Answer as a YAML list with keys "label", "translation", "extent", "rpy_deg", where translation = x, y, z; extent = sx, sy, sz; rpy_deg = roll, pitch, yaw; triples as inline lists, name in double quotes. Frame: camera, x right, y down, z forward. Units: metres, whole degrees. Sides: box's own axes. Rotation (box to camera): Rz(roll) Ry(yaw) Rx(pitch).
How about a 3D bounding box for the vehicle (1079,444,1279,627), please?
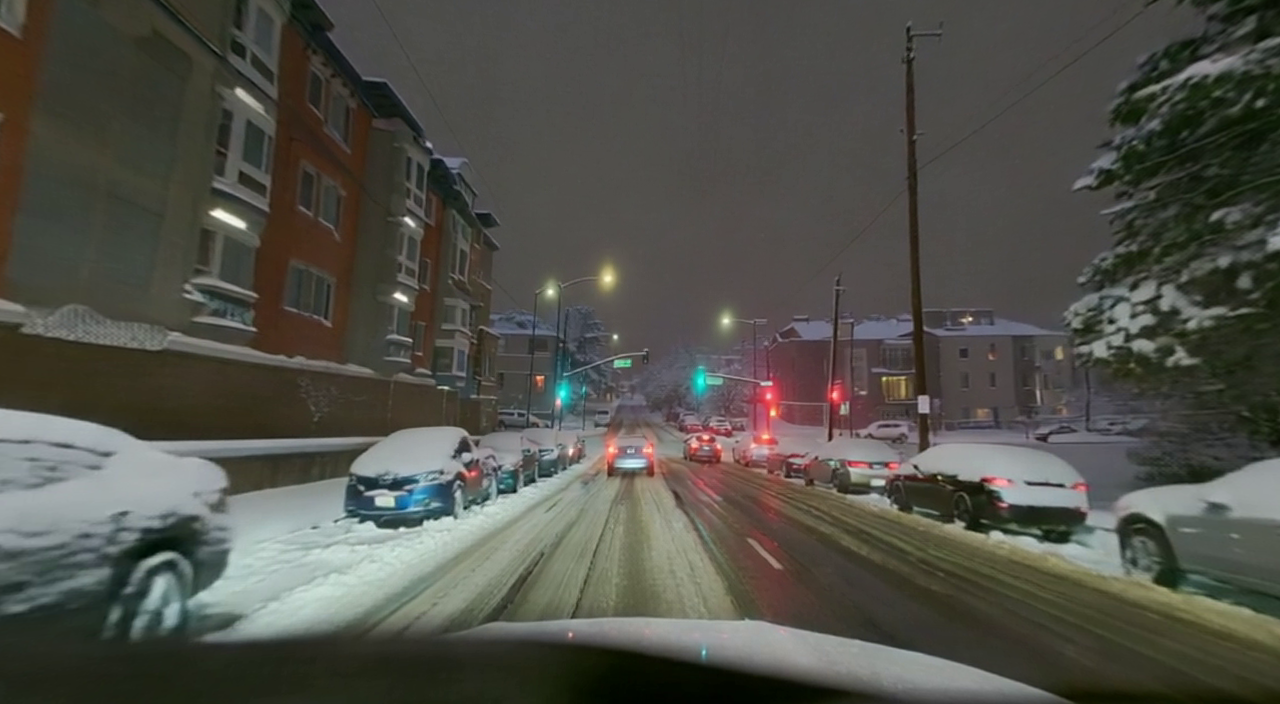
- label: "vehicle"
  translation: [6.160, 1.544, 5.425]
  extent: [1.814, 1.490, 4.109]
  rpy_deg: [0, -8, 1]

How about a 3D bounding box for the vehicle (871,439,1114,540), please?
- label: "vehicle"
  translation: [6.211, 2.435, 11.914]
  extent: [1.980, 1.518, 4.526]
  rpy_deg: [0, -8, 0]

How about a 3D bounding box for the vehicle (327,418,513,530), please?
- label: "vehicle"
  translation: [-3.683, 2.103, 11.390]
  extent: [1.831, 1.650, 3.852]
  rpy_deg: [0, -8, 2]

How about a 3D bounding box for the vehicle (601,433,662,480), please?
- label: "vehicle"
  translation: [-0.271, 3.626, 22.105]
  extent: [1.923, 1.460, 3.923]
  rpy_deg: [0, -8, 0]

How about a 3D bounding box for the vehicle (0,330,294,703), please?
- label: "vehicle"
  translation: [-3.680, 0.805, 2.704]
  extent: [1.975, 1.759, 4.250]
  rpy_deg: [0, -8, -1]

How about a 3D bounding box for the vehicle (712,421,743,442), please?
- label: "vehicle"
  translation: [6.538, 6.021, 47.656]
  extent: [1.815, 1.519, 3.491]
  rpy_deg: [0, -8, 0]

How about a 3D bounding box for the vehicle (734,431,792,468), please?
- label: "vehicle"
  translation: [6.151, 4.931, 32.048]
  extent: [1.999, 1.752, 4.502]
  rpy_deg: [0, -8, 0]

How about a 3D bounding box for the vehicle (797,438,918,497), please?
- label: "vehicle"
  translation: [6.113, 3.292, 18.346]
  extent: [1.938, 1.487, 4.371]
  rpy_deg: [0, -8, 0]

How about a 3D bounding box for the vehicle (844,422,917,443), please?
- label: "vehicle"
  translation: [18.317, 6.191, 48.113]
  extent: [4.738, 1.537, 1.960]
  rpy_deg: [0, -8, 2]

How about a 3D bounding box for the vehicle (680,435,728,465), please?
- label: "vehicle"
  translation: [3.235, 5.084, 32.823]
  extent: [2.055, 1.450, 4.676]
  rpy_deg: [0, -8, 0]
